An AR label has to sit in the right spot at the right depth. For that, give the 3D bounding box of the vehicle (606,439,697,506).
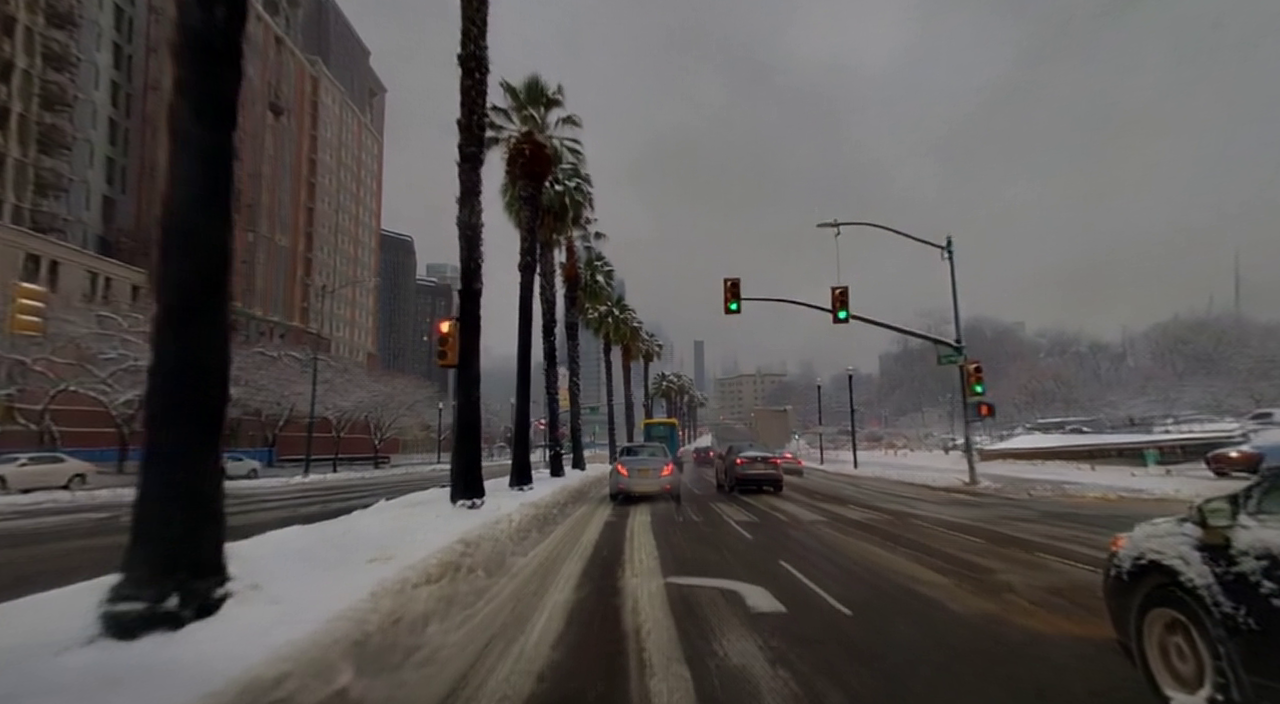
[{"bbox_3d":[0.299,3.009,16.181,2.048,1.503,3.681,0,-9,1],"label":"vehicle"}]

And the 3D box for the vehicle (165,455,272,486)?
[{"bbox_3d":[-22.163,6.223,33.472,1.809,1.472,4.601,-2,-9,13],"label":"vehicle"}]

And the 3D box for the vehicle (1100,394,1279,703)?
[{"bbox_3d":[3.519,0.723,1.239,1.920,1.490,4.417,0,-9,1],"label":"vehicle"}]

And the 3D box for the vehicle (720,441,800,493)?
[{"bbox_3d":[3.742,3.633,20.328,1.909,1.500,3.524,0,-9,1],"label":"vehicle"}]

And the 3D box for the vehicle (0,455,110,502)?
[{"bbox_3d":[-21.613,4.348,21.935,1.844,1.478,4.618,-2,-9,13],"label":"vehicle"}]
